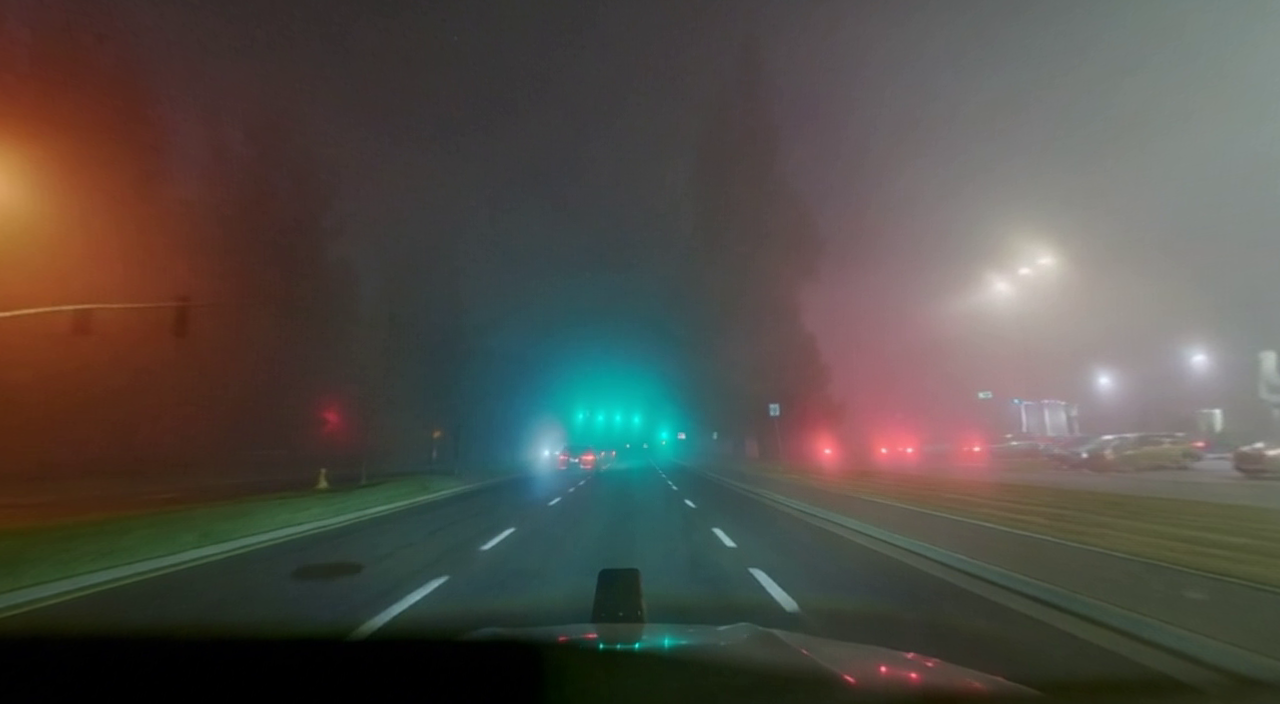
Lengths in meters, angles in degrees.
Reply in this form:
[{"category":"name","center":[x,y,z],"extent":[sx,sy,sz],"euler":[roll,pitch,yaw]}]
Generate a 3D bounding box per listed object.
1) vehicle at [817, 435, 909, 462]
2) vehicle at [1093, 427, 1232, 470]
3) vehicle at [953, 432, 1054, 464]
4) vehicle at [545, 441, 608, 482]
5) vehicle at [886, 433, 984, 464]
[{"category":"vehicle","center":[15.418,6.681,43.875],"extent":[5.604,1.833,2.128],"euler":[1,-9,-8]},{"category":"vehicle","center":[18.322,3.387,22.212],"extent":[3.731,1.430,1.640],"euler":[1,-9,-11]},{"category":"vehicle","center":[17.290,4.568,30.156],"extent":[3.846,1.488,1.695],"euler":[1,-9,-8]},{"category":"vehicle","center":[-2.511,4.491,26.224],"extent":[2.011,1.498,4.914],"euler":[0,-9,1]},{"category":"vehicle","center":[16.670,5.472,35.820],"extent":[4.564,1.663,2.033],"euler":[1,-9,-9]}]
